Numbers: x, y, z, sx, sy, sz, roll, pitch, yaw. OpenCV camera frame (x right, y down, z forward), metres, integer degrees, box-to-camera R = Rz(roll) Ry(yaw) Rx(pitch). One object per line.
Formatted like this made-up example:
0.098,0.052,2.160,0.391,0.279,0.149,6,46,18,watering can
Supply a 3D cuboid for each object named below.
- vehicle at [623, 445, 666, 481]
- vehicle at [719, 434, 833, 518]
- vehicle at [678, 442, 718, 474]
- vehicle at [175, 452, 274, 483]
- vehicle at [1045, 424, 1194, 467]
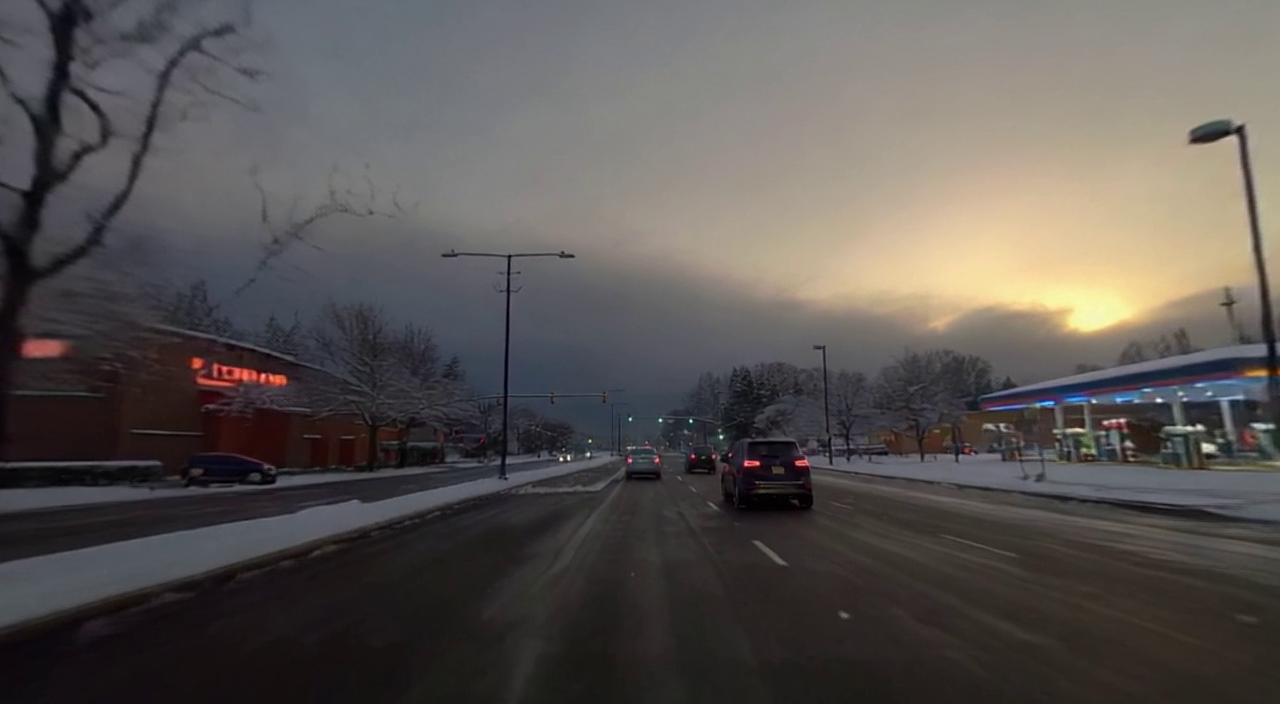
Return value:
0.190,5.453,31.221,1.991,1.664,3.814,0,-9,0,vehicle
3.164,2.955,15.511,1.872,1.752,3.896,0,-9,-1,vehicle
3.739,6.954,41.725,2.154,1.975,4.634,0,-9,0,vehicle
-26.693,7.377,40.589,2.124,1.784,4.803,-8,-11,40,vehicle
21.431,4.187,28.353,4.831,1.816,2.295,0,-9,-2,vehicle
